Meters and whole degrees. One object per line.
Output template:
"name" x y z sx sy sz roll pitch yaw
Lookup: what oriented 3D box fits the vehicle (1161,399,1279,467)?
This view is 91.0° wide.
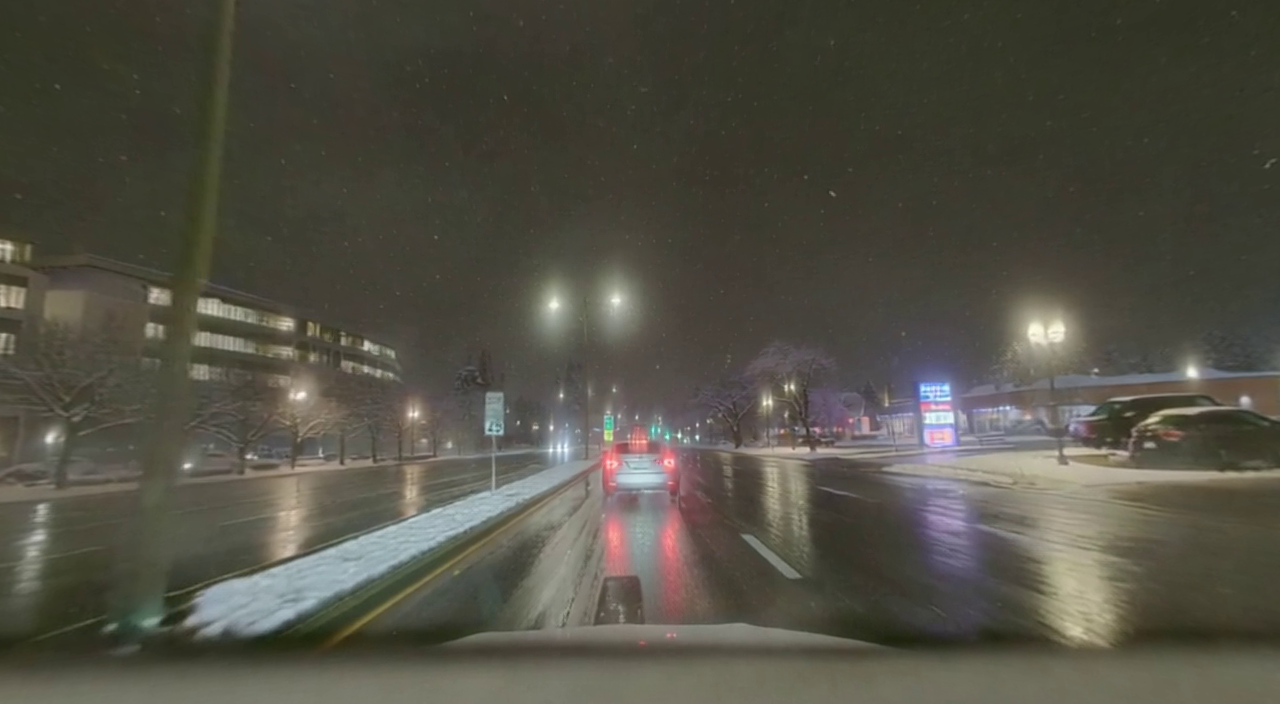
"vehicle" 21.575 3.001 22.837 2.336 2.164 5.796 -3 -9 22

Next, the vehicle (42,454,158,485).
"vehicle" -27.851 6.046 32.551 4.209 1.497 1.913 0 -9 0

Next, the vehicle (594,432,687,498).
"vehicle" -0.019 2.867 16.379 2.126 1.475 3.967 0 -8 -1

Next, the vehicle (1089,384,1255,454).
"vehicle" 24.393 3.265 29.315 2.170 2.875 5.941 1 -9 -3

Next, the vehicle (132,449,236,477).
"vehicle" -27.691 6.760 38.329 4.665 1.578 2.051 0 -7 -3
